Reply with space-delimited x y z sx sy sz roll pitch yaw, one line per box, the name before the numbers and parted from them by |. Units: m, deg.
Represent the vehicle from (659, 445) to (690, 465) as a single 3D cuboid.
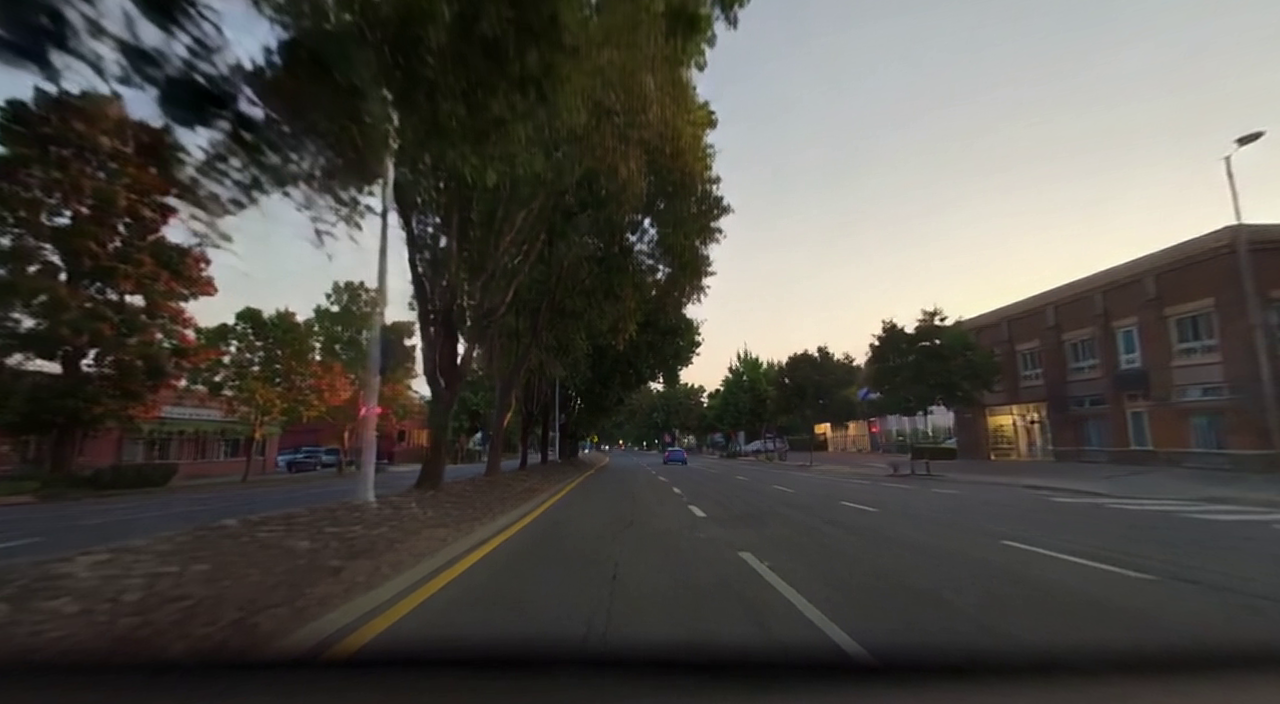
vehicle | 2.679 8.086 49.841 1.913 1.473 4.360 0 -9 -4
